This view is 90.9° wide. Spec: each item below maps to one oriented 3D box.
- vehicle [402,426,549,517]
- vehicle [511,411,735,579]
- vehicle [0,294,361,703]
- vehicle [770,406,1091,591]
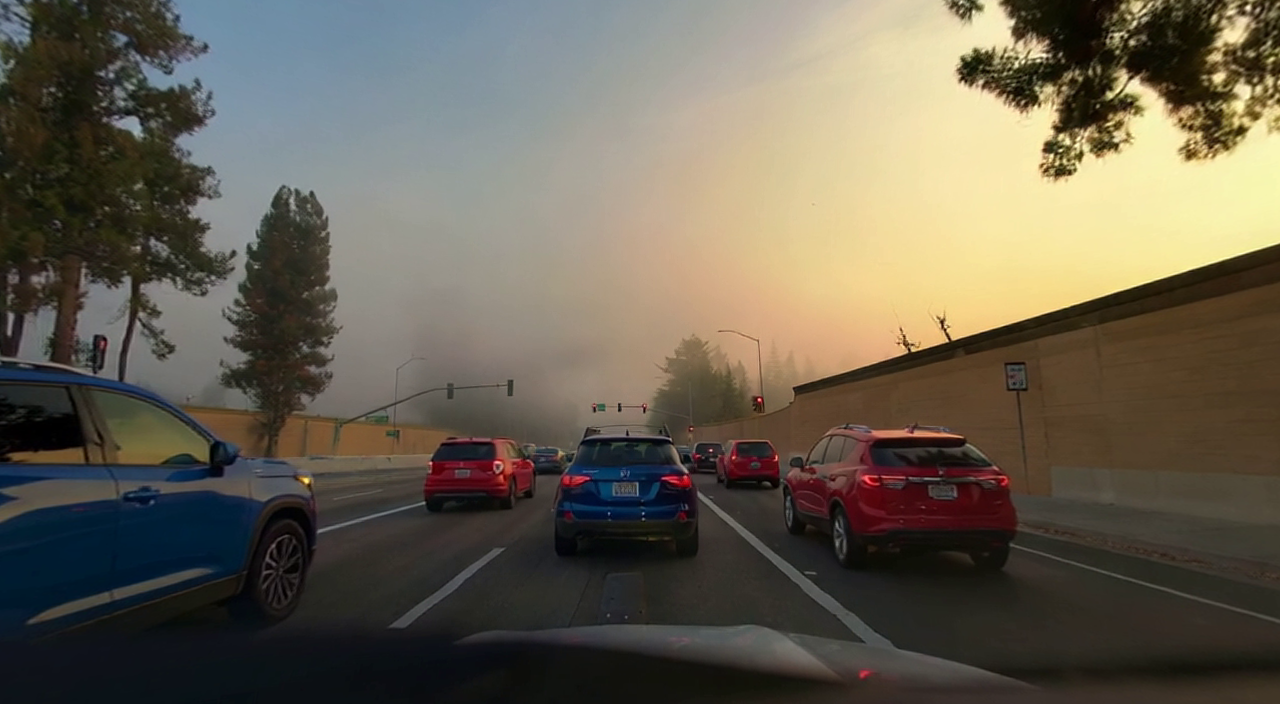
[{"bbox_3d":[-3.529,2.664,14.596,2.067,1.759,4.631,0,-8,1],"label":"vehicle"},{"bbox_3d":[-0.140,1.735,8.388,2.245,1.677,3.913,0,-8,1],"label":"vehicle"},{"bbox_3d":[-3.522,0.863,3.271,2.070,1.913,4.450,0,-8,0],"label":"vehicle"},{"bbox_3d":[3.144,1.677,8.060,2.029,1.702,4.281,0,-8,0],"label":"vehicle"}]
